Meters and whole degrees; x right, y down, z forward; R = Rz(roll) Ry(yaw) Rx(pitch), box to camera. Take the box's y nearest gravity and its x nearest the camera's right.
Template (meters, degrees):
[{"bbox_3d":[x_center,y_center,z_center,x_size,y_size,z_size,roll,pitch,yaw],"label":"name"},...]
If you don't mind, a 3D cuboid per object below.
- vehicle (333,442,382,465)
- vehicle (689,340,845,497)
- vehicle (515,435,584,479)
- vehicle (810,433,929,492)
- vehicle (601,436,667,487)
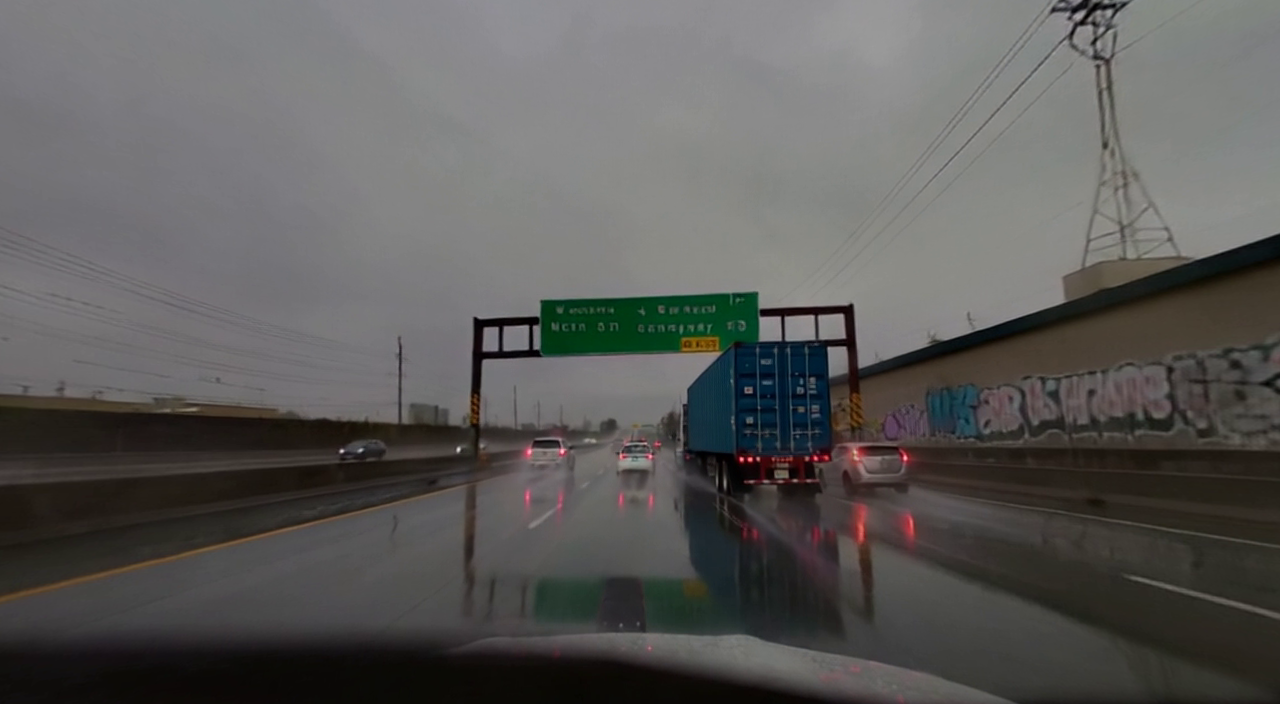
[{"bbox_3d":[-21.846,7.876,49.029,1.869,1.663,4.408,0,-9,-1],"label":"vehicle"},{"bbox_3d":[3.753,2.688,22.899,2.800,4.039,13.179,0,-9,-1],"label":"vehicle"},{"bbox_3d":[-3.940,4.696,28.391,2.264,1.804,4.584,0,-9,2],"label":"vehicle"},{"bbox_3d":[7.398,3.616,21.005,2.202,1.731,4.628,0,-9,0],"label":"vehicle"},{"bbox_3d":[-0.198,3.959,23.159,2.191,1.685,4.015,0,-9,0],"label":"vehicle"}]
